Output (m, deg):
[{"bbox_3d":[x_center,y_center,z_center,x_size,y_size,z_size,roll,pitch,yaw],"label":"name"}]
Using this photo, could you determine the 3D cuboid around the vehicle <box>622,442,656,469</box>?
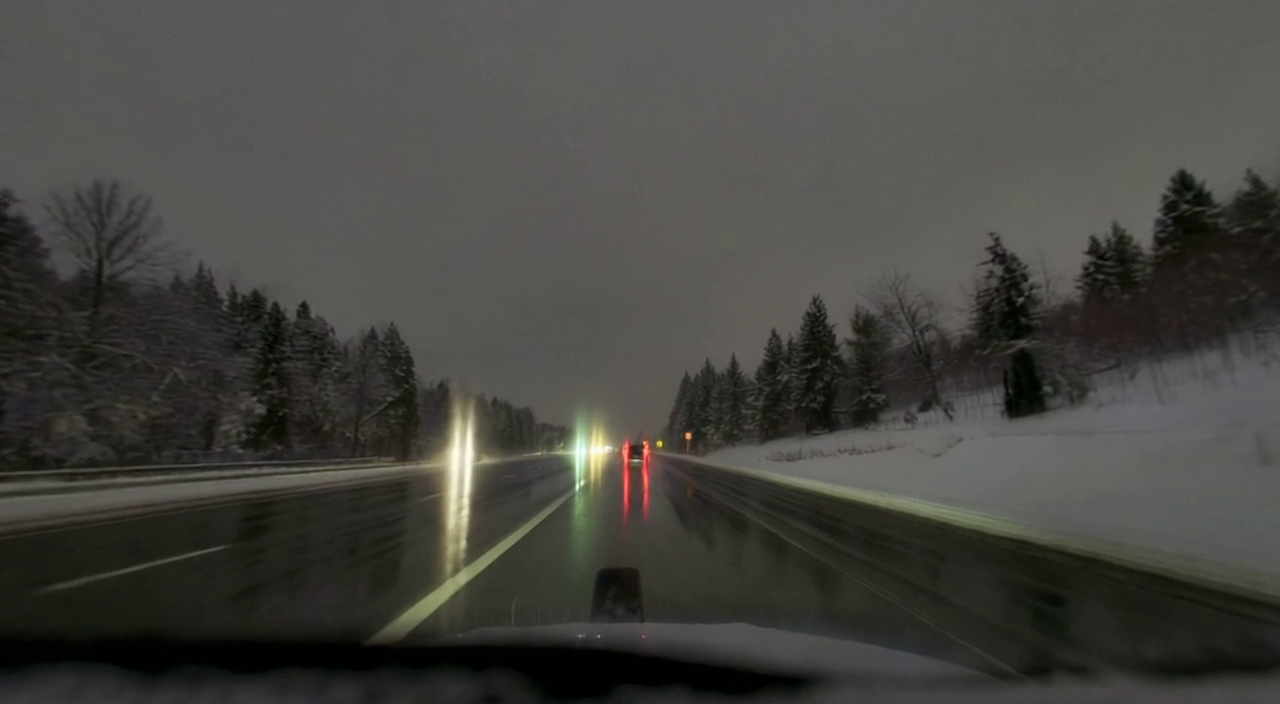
[{"bbox_3d":[-0.107,6.818,41.511,2.120,1.715,4.153,0,-9,-1],"label":"vehicle"}]
